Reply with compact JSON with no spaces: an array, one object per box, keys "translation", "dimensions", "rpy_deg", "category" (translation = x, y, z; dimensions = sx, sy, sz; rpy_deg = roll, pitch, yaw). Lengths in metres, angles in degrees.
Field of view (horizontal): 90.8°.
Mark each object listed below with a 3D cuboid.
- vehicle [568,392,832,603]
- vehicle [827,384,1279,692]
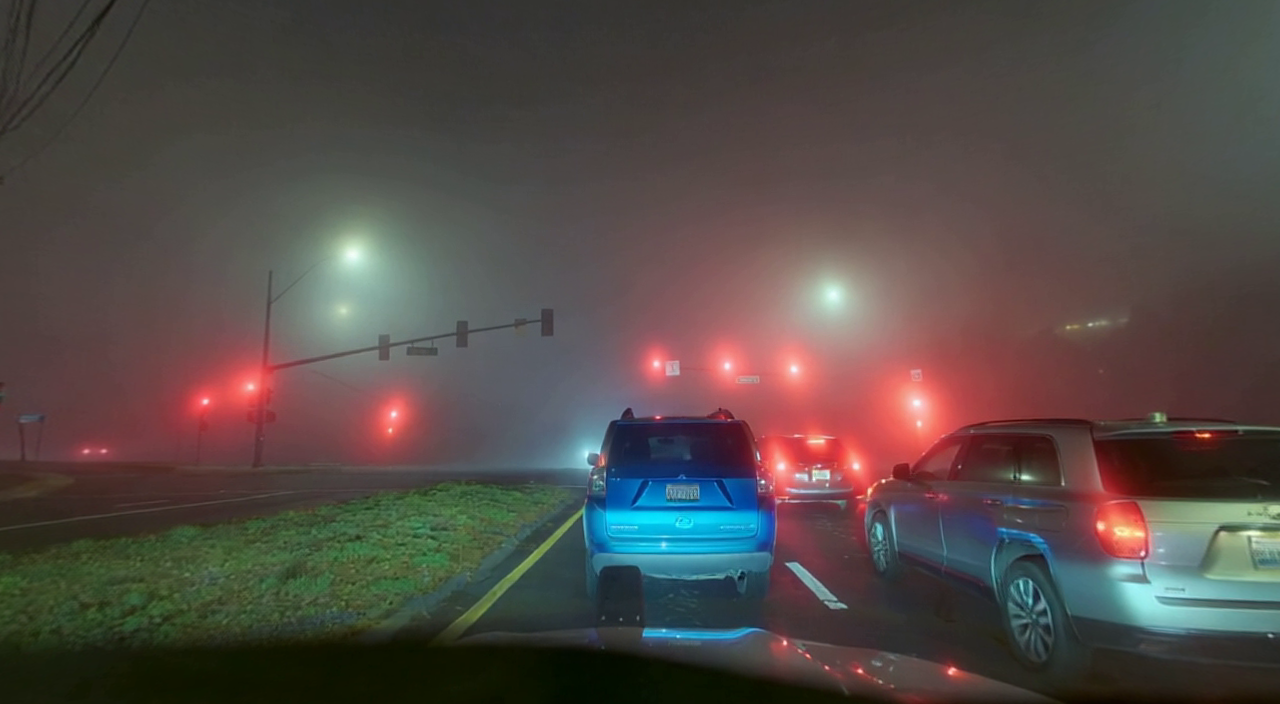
[{"translation":[0.455,1.557,7.616],"dimensions":[2.240,1.778,4.335],"rpy_deg":[0,-8,-1],"category":"vehicle"},{"translation":[3.411,1.341,5.785],"dimensions":[1.990,1.649,4.625],"rpy_deg":[0,-8,0],"category":"vehicle"}]
